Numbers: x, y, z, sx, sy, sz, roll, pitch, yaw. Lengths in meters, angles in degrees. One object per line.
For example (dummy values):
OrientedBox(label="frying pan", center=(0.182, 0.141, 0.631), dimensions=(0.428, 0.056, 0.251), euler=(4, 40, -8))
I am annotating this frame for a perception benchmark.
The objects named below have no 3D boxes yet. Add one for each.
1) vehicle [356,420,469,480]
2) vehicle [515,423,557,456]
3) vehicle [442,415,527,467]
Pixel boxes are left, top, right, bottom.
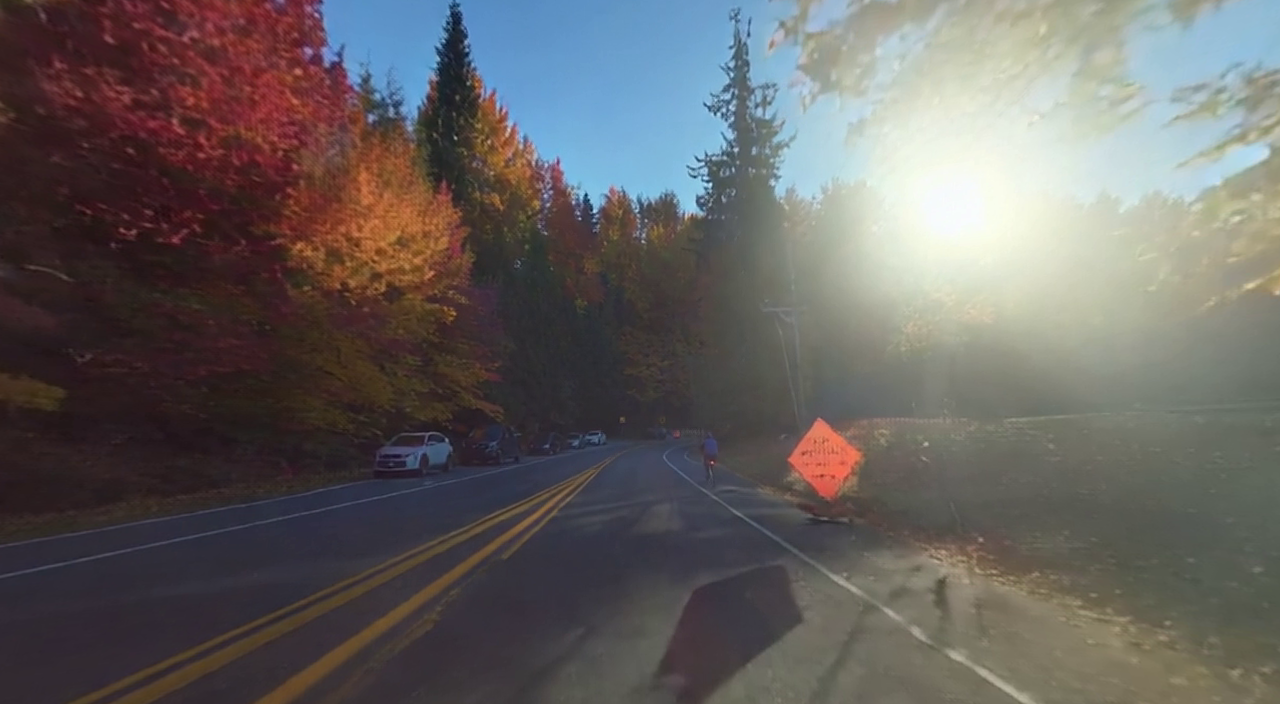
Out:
OrientedBox(label="vehicle", center=(-7.652, 3.321, 21.761), dimensions=(1.991, 1.759, 4.443), euler=(-3, -8, 4))
OrientedBox(label="vehicle", center=(-7.036, 6.011, 43.145), dimensions=(1.955, 1.908, 4.680), euler=(-5, -9, 0))
OrientedBox(label="vehicle", center=(-7.115, 4.206, 29.620), dimensions=(2.312, 2.075, 5.748), euler=(-3, -9, 2))
